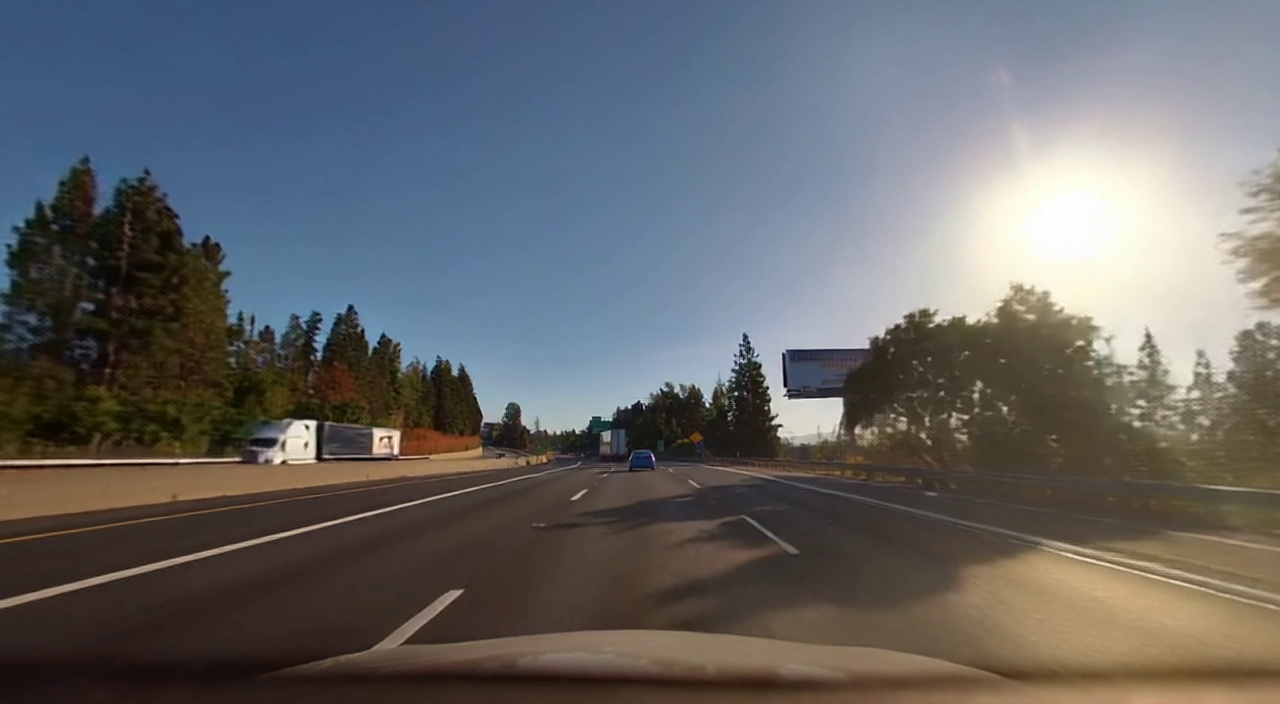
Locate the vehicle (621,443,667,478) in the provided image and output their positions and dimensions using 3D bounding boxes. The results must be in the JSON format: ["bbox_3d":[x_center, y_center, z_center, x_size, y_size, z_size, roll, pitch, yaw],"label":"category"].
[{"bbox_3d":[0.107,5.155,30.196,2.042,1.528,4.300,0,-8,-2],"label":"vehicle"}]

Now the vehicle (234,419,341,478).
[{"bbox_3d":[-25.325,7.003,45.985,3.016,3.920,8.421,0,-8,-1],"label":"vehicle"}]
